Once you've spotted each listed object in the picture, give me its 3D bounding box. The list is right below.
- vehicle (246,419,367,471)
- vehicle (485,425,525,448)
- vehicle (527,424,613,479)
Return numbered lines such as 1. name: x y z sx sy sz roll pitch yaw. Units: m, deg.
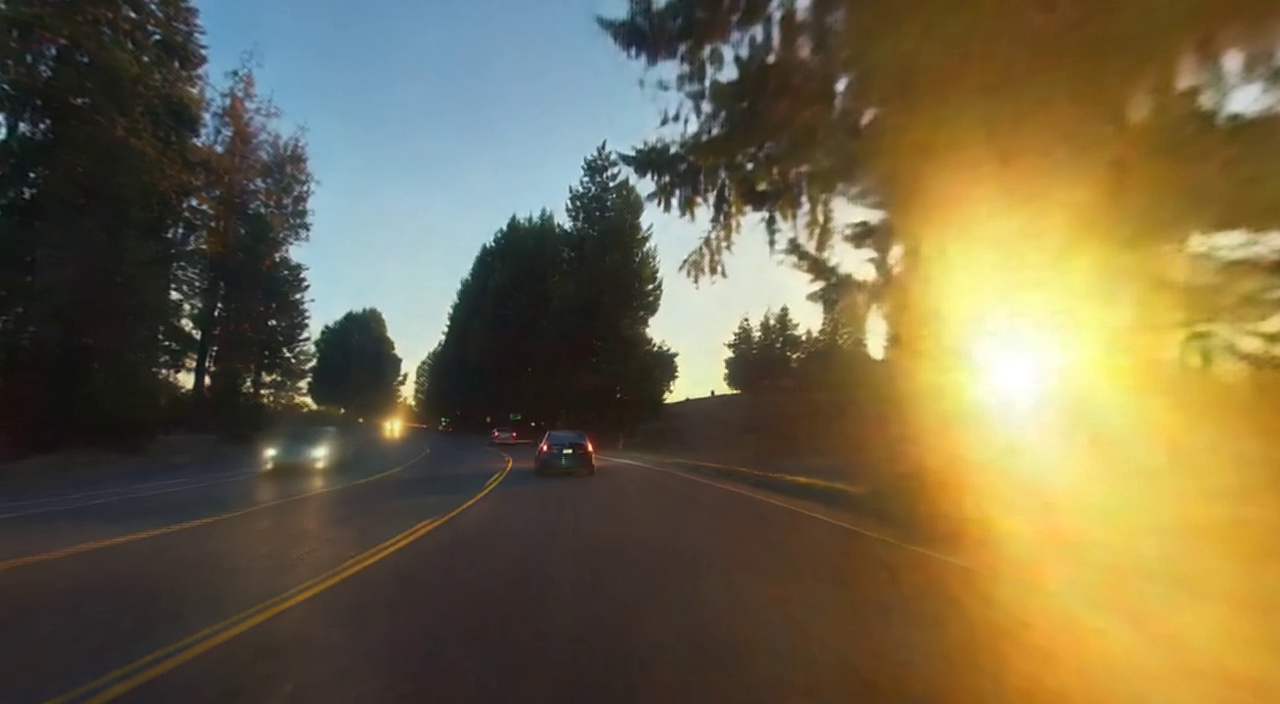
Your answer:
1. vehicle: -10.729 3.064 20.690 2.126 1.493 4.748 1 -9 -11
2. vehicle: -9.400 5.893 43.570 2.080 1.530 3.719 3 -9 -22
3. vehicle: -2.301 3.081 19.617 2.296 1.510 4.068 1 -9 -11
